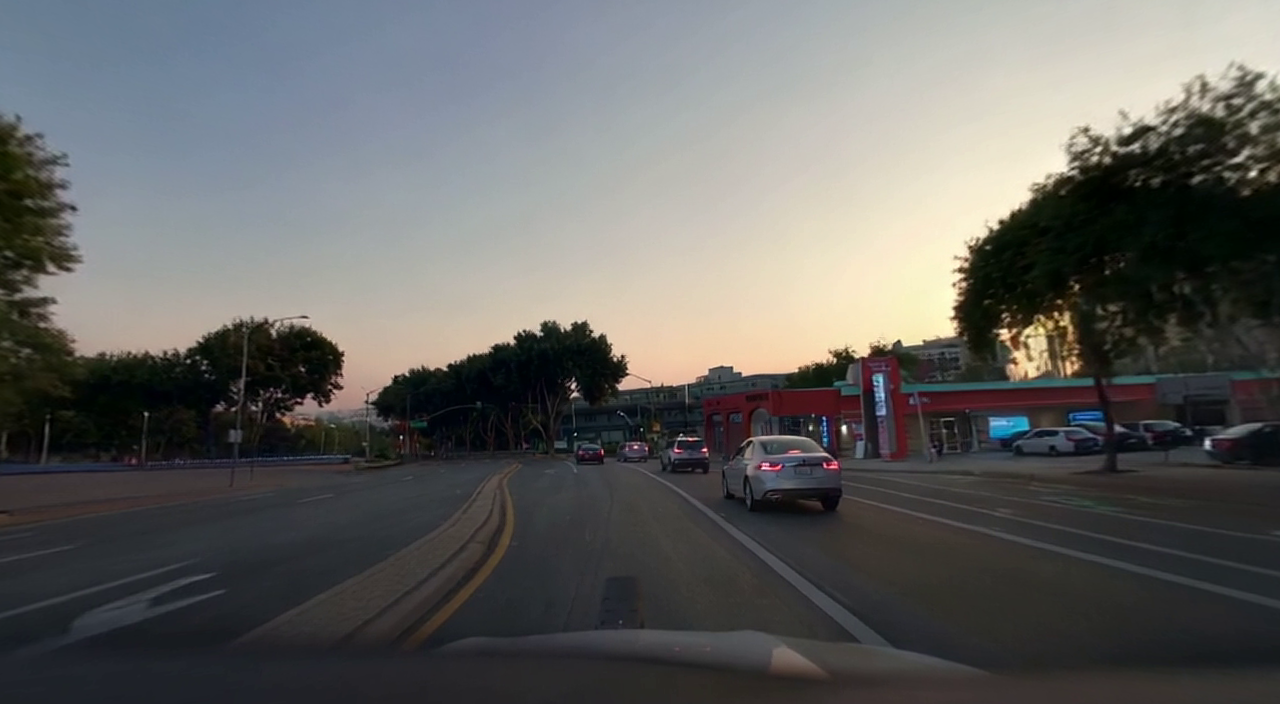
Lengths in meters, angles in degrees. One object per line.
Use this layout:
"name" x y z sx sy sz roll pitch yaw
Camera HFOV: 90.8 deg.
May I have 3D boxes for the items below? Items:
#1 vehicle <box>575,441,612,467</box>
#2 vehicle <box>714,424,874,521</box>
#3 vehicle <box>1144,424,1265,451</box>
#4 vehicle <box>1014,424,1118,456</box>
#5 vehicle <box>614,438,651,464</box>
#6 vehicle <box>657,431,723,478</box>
"vehicle" -2.988 6.447 40.023 2.068 1.512 3.987 1 -9 -7
"vehicle" 2.882 2.338 12.819 1.966 1.596 3.980 0 -8 -4
"vehicle" 33.909 5.157 38.055 5.112 1.486 2.103 -1 -8 3
"vehicle" 27.417 5.706 40.802 5.103 1.947 2.207 0 -8 -1
"vehicle" -0.633 7.473 48.033 2.216 1.750 4.520 0 -8 -8
"vehicle" 2.030 4.352 26.988 2.046 1.768 4.370 -1 -8 -5
